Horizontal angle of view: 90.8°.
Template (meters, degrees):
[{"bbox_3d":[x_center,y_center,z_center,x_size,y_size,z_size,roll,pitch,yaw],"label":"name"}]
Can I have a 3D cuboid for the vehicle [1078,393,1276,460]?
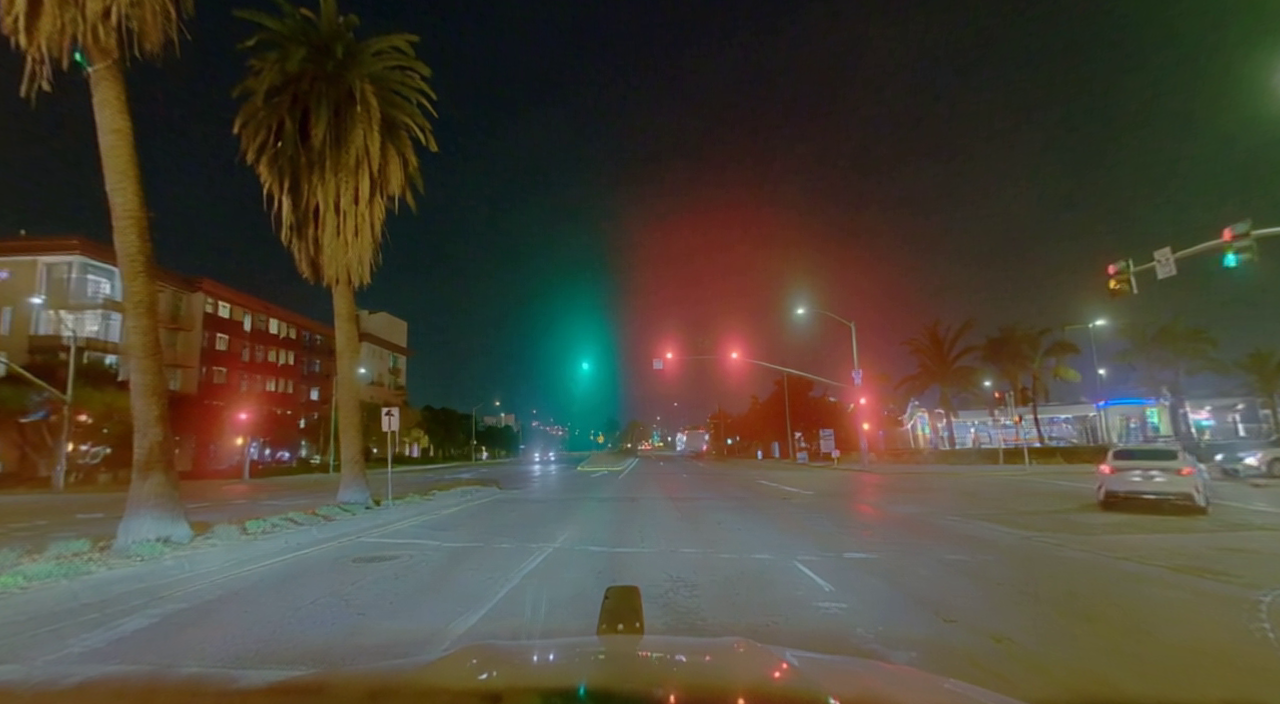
[{"bbox_3d":[32.624,4.723,39.337,2.863,3.609,10.252,0,-8,-3],"label":"vehicle"}]

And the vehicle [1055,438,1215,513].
[{"bbox_3d":[11.648,2.780,14.750,4.520,1.475,2.003,8,-11,-41],"label":"vehicle"}]
